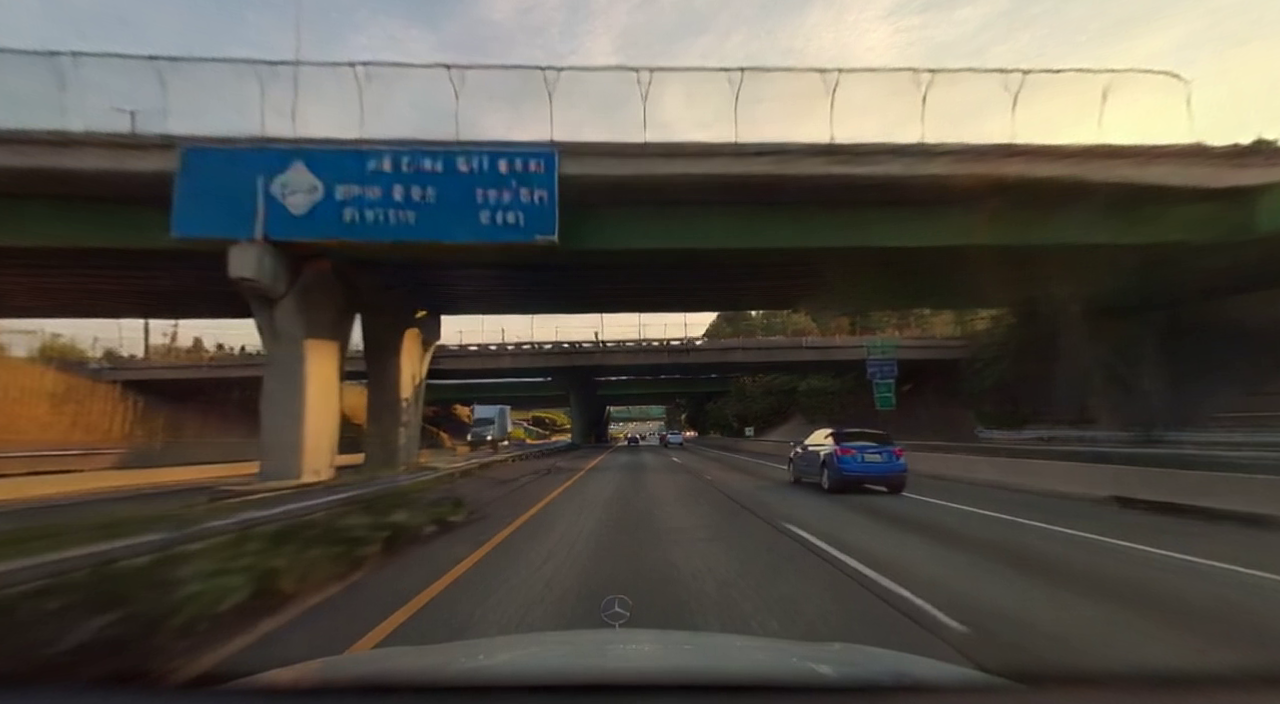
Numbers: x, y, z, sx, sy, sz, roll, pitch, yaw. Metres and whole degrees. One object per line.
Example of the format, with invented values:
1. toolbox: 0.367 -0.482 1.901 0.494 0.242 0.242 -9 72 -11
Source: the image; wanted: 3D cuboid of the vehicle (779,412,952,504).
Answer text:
1. vehicle: 4.570 2.211 13.532 2.073 1.651 4.065 0 -8 -2
